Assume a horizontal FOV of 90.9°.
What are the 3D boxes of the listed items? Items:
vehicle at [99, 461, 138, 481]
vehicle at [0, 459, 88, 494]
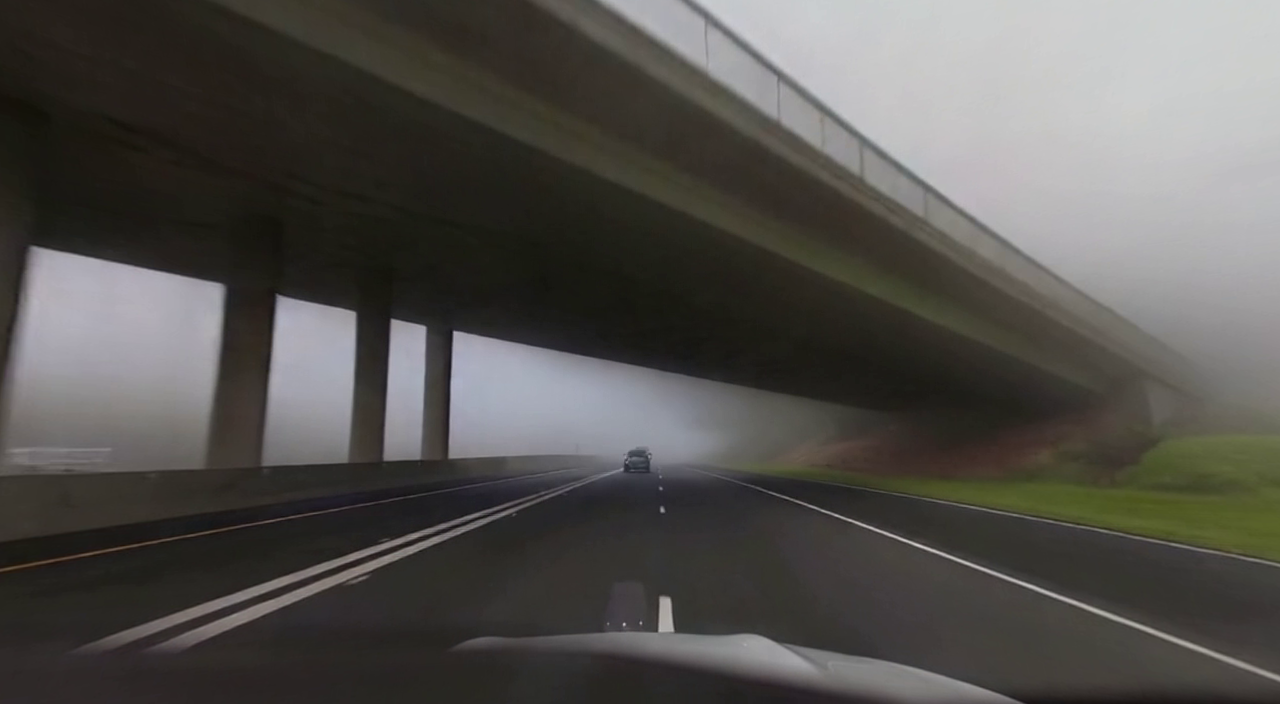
[{"bbox_3d":[-41.281,9.395,49.859,3.941,1.464,1.815,-9,-12,43],"label":"vehicle"},{"bbox_3d":[-30.525,6.319,32.235,1.914,1.593,4.363,3,-9,-21],"label":"vehicle"}]
